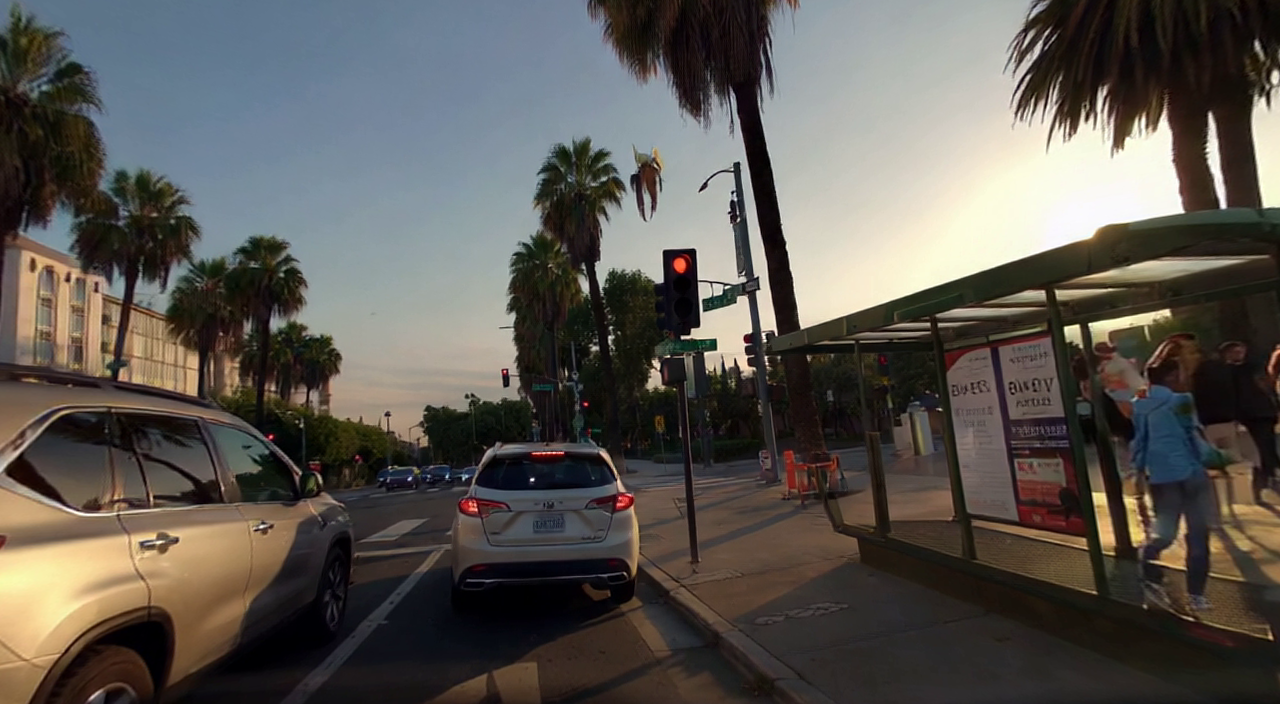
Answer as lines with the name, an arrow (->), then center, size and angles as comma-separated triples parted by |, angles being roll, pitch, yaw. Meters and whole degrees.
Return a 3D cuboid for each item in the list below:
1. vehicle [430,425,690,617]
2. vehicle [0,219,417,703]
vehicle -> -1.024, 1.652, 7.240 | 2.065, 1.467, 4.289 | 2, -9, -11
vehicle -> -2.765, 0.905, 3.221 | 2.098, 1.851, 4.571 | 1, -9, -7
